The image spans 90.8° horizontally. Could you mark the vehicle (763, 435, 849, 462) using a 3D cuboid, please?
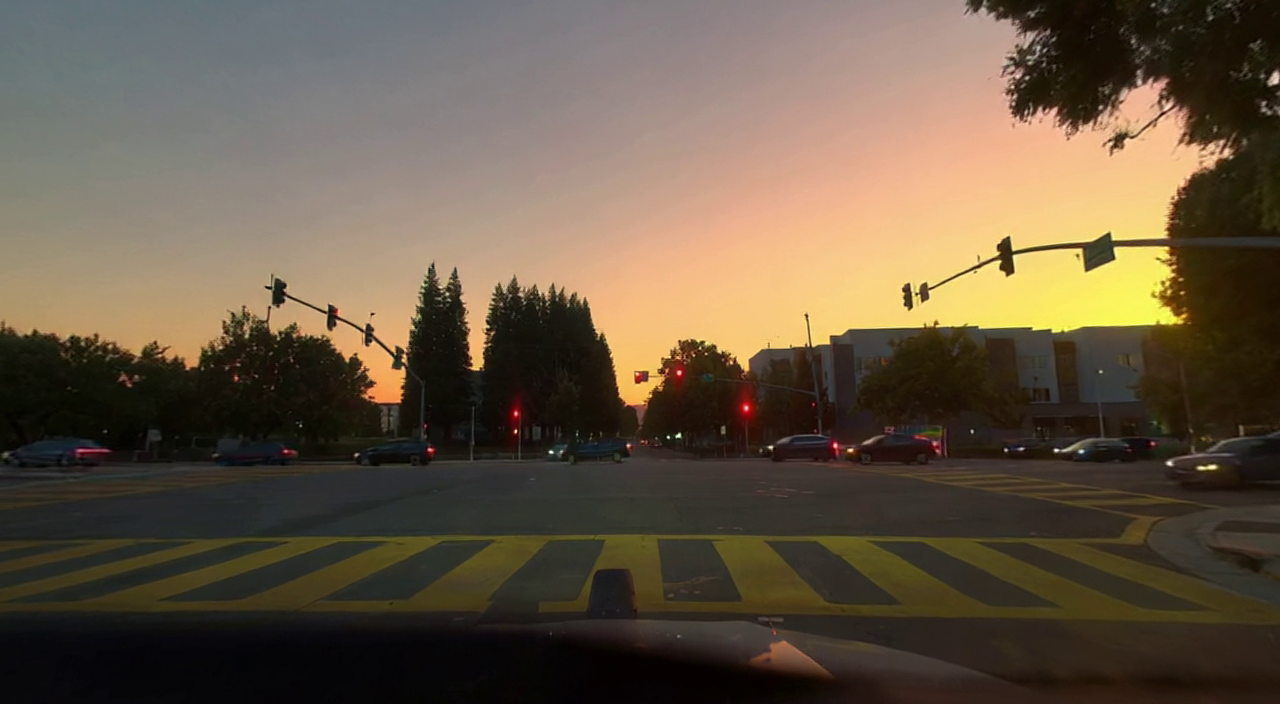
[{"bbox_3d":[9.588,5.612,36.732,4.519,1.476,1.767,0,-9,0],"label":"vehicle"}]

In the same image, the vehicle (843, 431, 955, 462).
[{"bbox_3d":[16.260,5.959,39.905,6.133,1.833,2.155,0,-9,0],"label":"vehicle"}]

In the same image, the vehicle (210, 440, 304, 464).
[{"bbox_3d":[-24.353,6.395,40.299,4.759,1.445,1.865,0,-9,0],"label":"vehicle"}]

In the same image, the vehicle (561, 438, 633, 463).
[{"bbox_3d":[-2.682,6.279,40.321,4.443,1.472,1.794,0,-9,1],"label":"vehicle"}]

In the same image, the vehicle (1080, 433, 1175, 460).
[{"bbox_3d":[31.167,6.047,40.492,4.488,1.667,1.869,0,-9,0],"label":"vehicle"}]

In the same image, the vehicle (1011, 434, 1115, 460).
[{"bbox_3d":[24.659,5.577,36.949,4.724,1.452,1.870,0,-9,0],"label":"vehicle"}]

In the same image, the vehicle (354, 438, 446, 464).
[{"bbox_3d":[-13.892,5.763,36.682,4.631,1.435,1.715,0,-9,0],"label":"vehicle"}]

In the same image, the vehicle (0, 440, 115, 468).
[{"bbox_3d":[-31.203,5.425,33.747,4.629,1.423,1.833,0,-9,0],"label":"vehicle"}]
